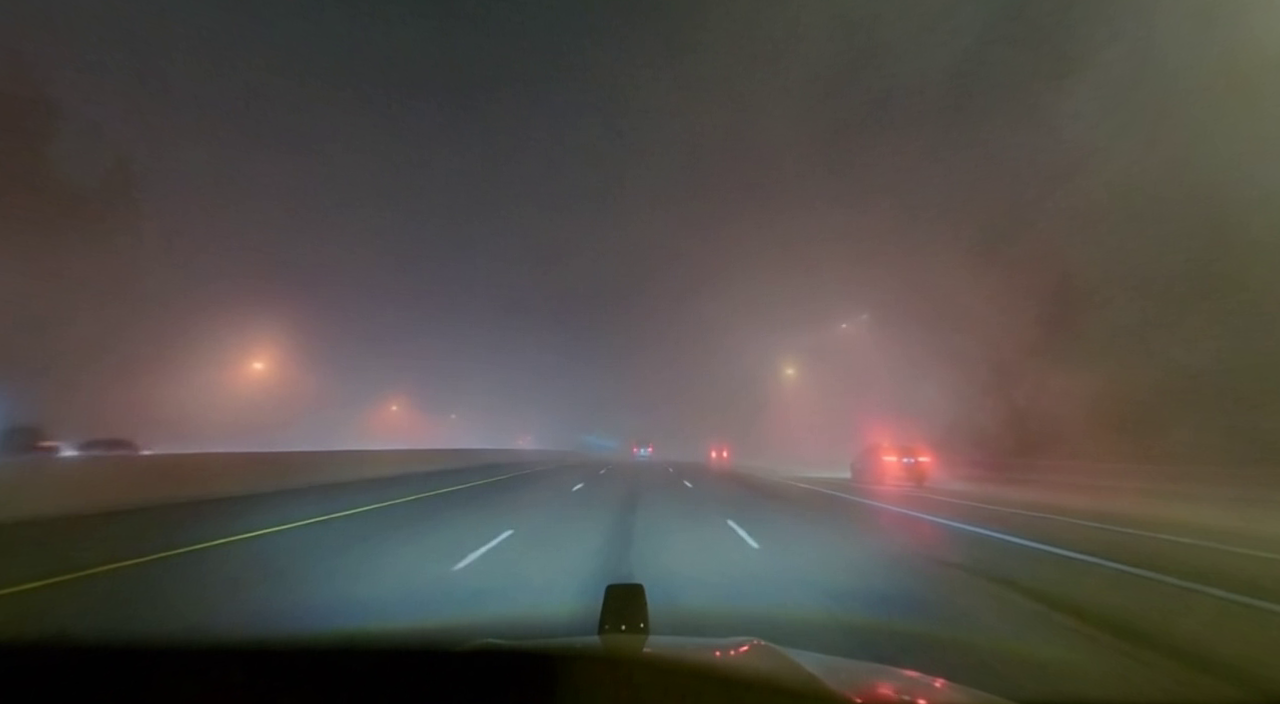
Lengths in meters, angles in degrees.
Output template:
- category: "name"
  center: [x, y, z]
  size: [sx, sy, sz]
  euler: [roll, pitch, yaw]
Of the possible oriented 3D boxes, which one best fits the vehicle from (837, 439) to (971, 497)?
- category: "vehicle"
  center: [7.799, 3.451, 19.231]
  size: [2.031, 1.524, 4.657]
  euler: [0, -8, -1]
